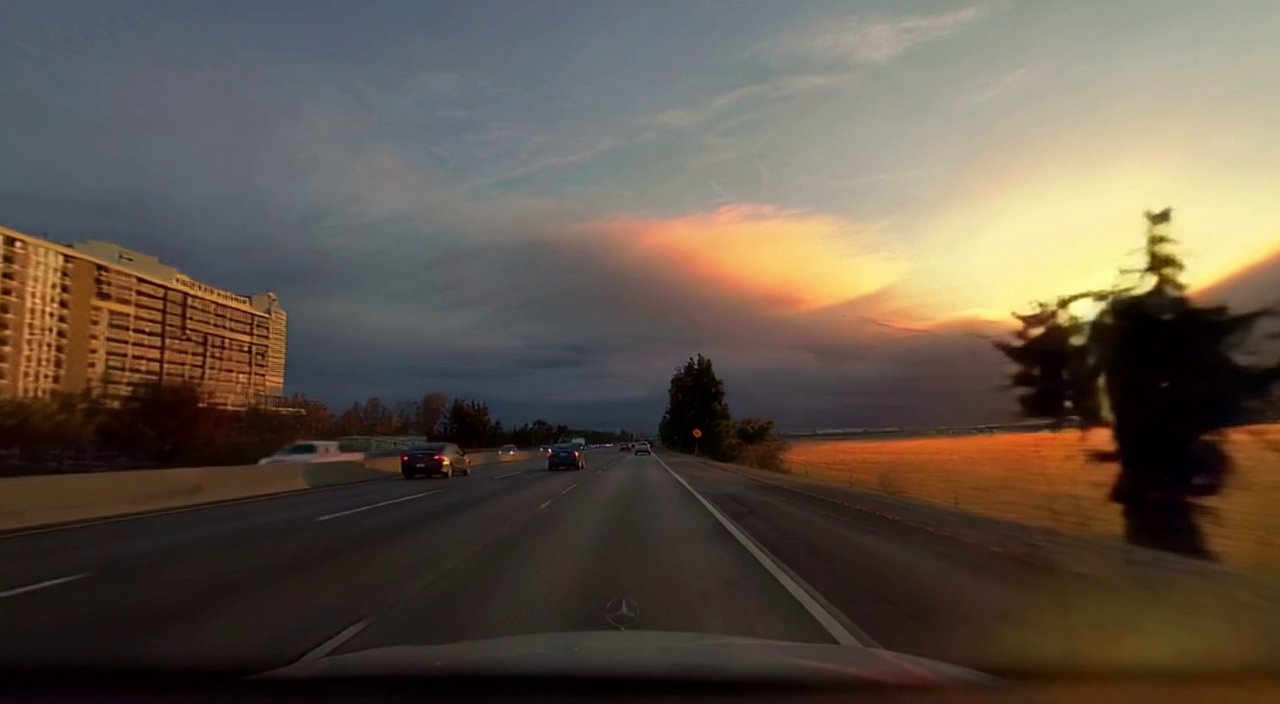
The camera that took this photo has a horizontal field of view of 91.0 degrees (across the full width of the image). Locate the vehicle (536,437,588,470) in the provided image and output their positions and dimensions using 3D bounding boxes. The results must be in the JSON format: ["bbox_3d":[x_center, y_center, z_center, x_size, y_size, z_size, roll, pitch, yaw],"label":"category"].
[{"bbox_3d":[-4.062,5.416,33.724,2.083,1.588,4.801,0,-8,1],"label":"vehicle"}]

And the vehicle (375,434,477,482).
[{"bbox_3d":[-7.582,3.801,22.879,2.034,1.523,4.627,0,-8,1],"label":"vehicle"}]

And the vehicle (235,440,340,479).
[{"bbox_3d":[-15.312,4.671,27.667,1.909,1.524,4.573,0,-9,1],"label":"vehicle"}]
